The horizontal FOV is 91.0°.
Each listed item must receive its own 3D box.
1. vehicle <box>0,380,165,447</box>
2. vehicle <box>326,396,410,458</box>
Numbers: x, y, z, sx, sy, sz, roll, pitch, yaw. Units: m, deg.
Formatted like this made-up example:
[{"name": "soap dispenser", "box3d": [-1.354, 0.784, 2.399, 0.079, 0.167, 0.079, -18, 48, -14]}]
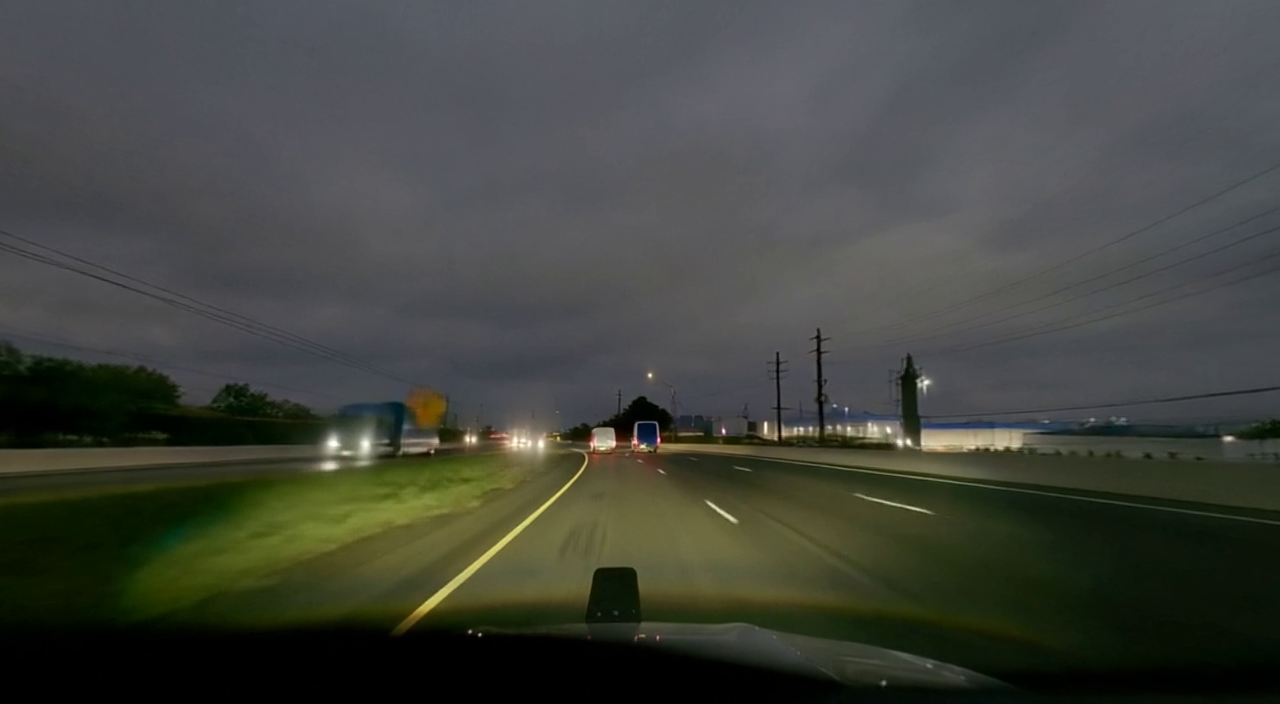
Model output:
[{"name": "vehicle", "box3d": [-32.754, 3.725, 35.980, 2.782, 3.287, 9.814, -1, -8, 6]}, {"name": "vehicle", "box3d": [-16.648, 4.686, 38.998, 2.904, 3.494, 5.998, 0, -8, -5]}]
